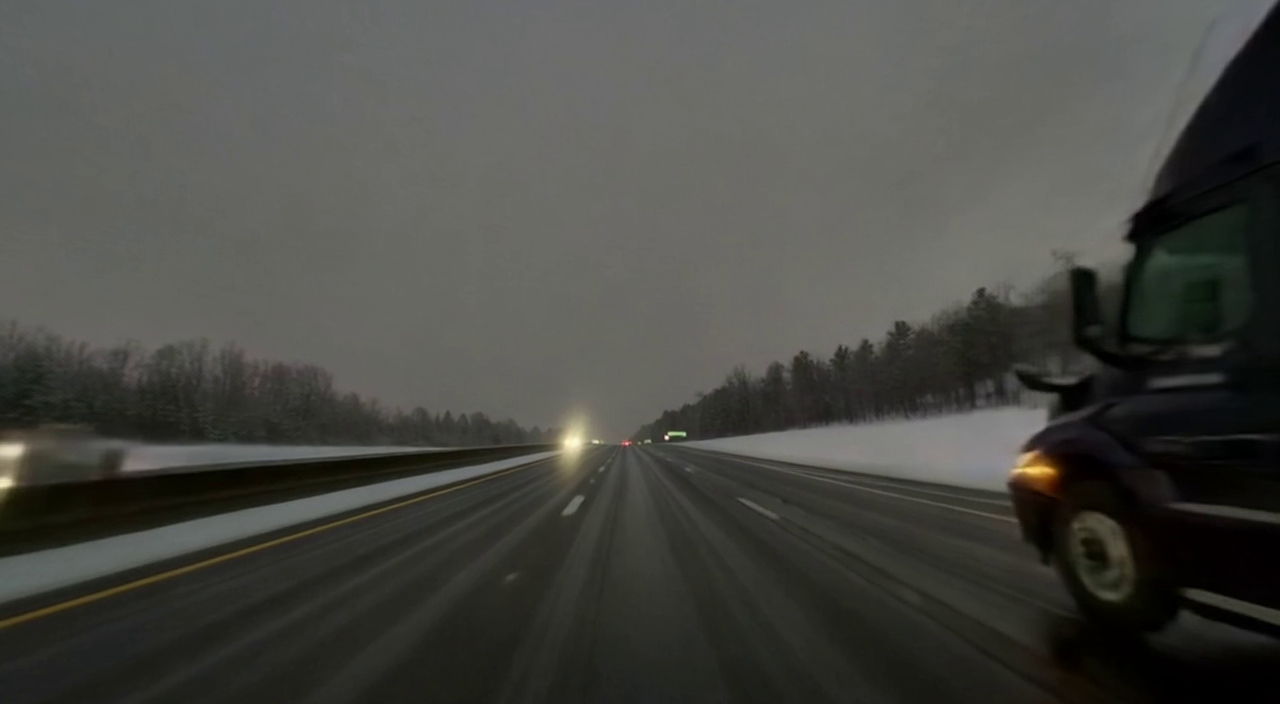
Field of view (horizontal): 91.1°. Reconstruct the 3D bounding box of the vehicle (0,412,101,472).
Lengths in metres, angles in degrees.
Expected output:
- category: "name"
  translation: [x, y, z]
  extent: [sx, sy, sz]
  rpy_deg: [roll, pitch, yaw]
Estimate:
- category: "vehicle"
  translation: [-18.398, 2.596, 18.231]
  extent: [1.803, 1.644, 4.170]
  rpy_deg: [1, -8, -1]
